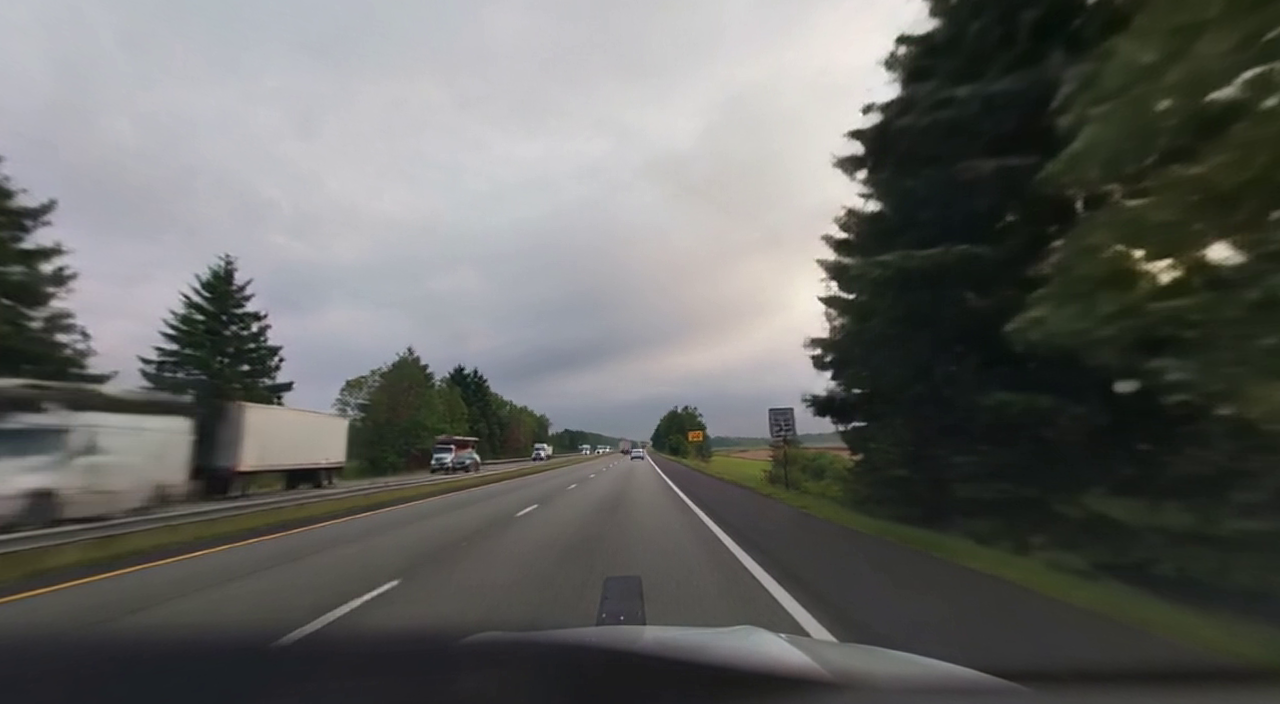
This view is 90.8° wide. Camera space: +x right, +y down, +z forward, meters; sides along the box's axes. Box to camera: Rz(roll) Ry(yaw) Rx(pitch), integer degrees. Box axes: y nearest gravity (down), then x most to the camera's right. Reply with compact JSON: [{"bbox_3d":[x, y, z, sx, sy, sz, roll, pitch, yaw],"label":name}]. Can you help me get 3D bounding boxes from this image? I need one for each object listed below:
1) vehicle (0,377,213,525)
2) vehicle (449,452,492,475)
[{"bbox_3d":[-17.044,3.076,19.746,3.017,3.899,5.910,0,-9,0],"label":"vehicle"},{"bbox_3d":[-12.240,8.065,45.772,1.903,1.592,4.451,0,-9,0],"label":"vehicle"}]
